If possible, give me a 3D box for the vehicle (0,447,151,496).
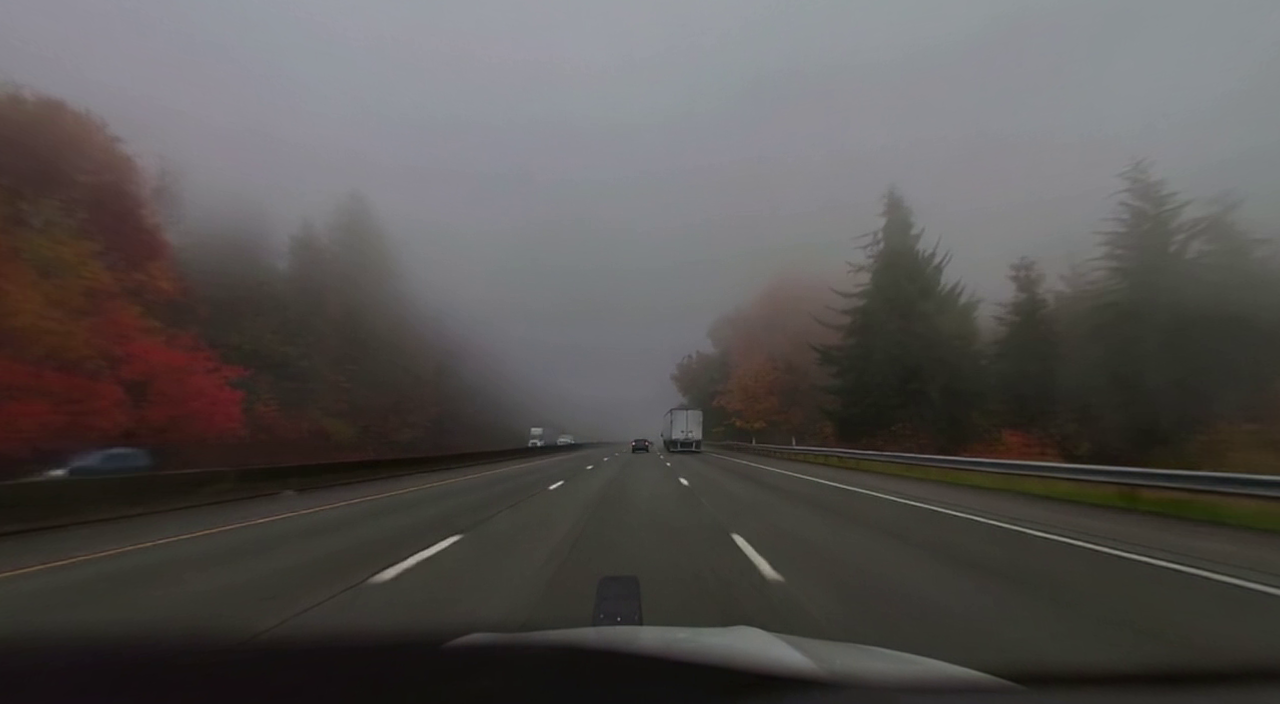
[{"bbox_3d":[-21.304,4.461,23.920,1.876,1.606,4.192,-1,-8,0],"label":"vehicle"}]
